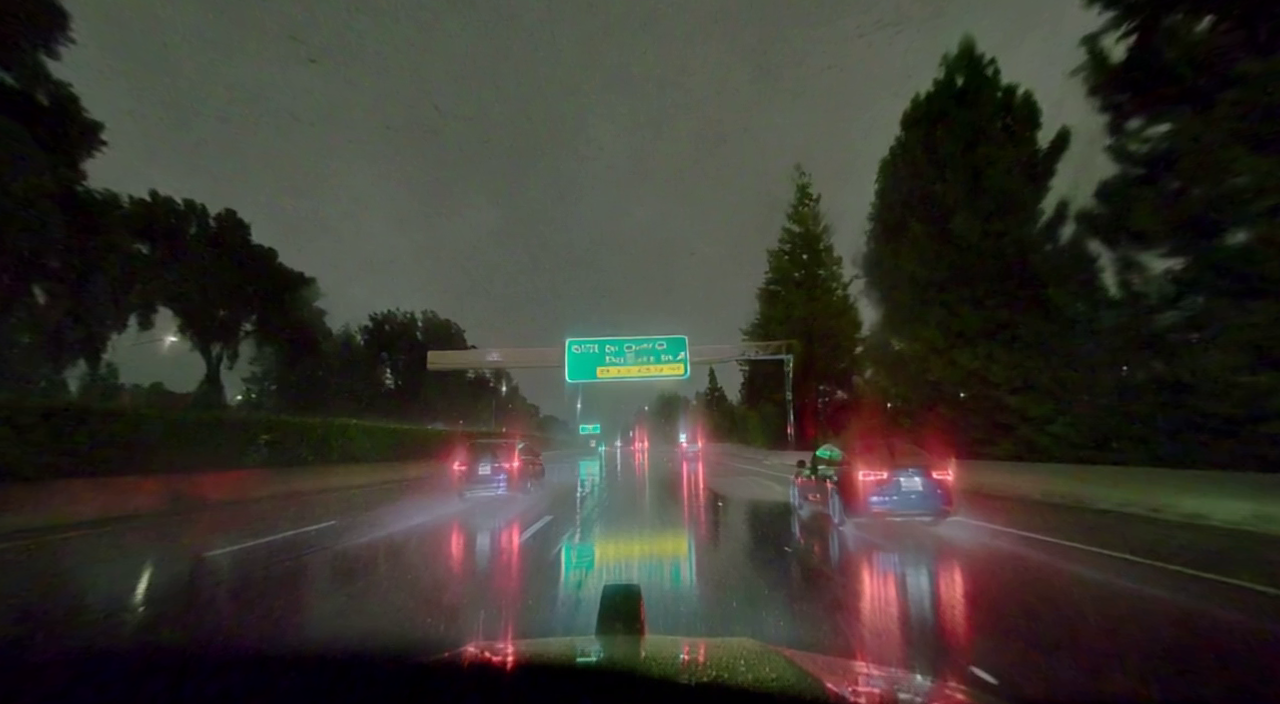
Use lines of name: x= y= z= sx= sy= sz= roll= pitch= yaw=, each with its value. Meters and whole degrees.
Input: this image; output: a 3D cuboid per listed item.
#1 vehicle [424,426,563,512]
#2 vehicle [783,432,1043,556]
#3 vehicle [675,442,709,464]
vehicle: x=-3.294 y=2.746 z=15.269 sx=2.244 sy=1.755 sz=4.417 roll=0 pitch=-9 yaw=1
vehicle: x=3.717 y=2.002 z=9.660 sx=1.947 sy=1.437 sz=4.345 roll=0 pitch=-9 yaw=-1
vehicle: x=3.633 y=7.111 z=44.680 sx=2.021 sy=1.447 sz=3.985 roll=0 pitch=-9 yaw=-1
